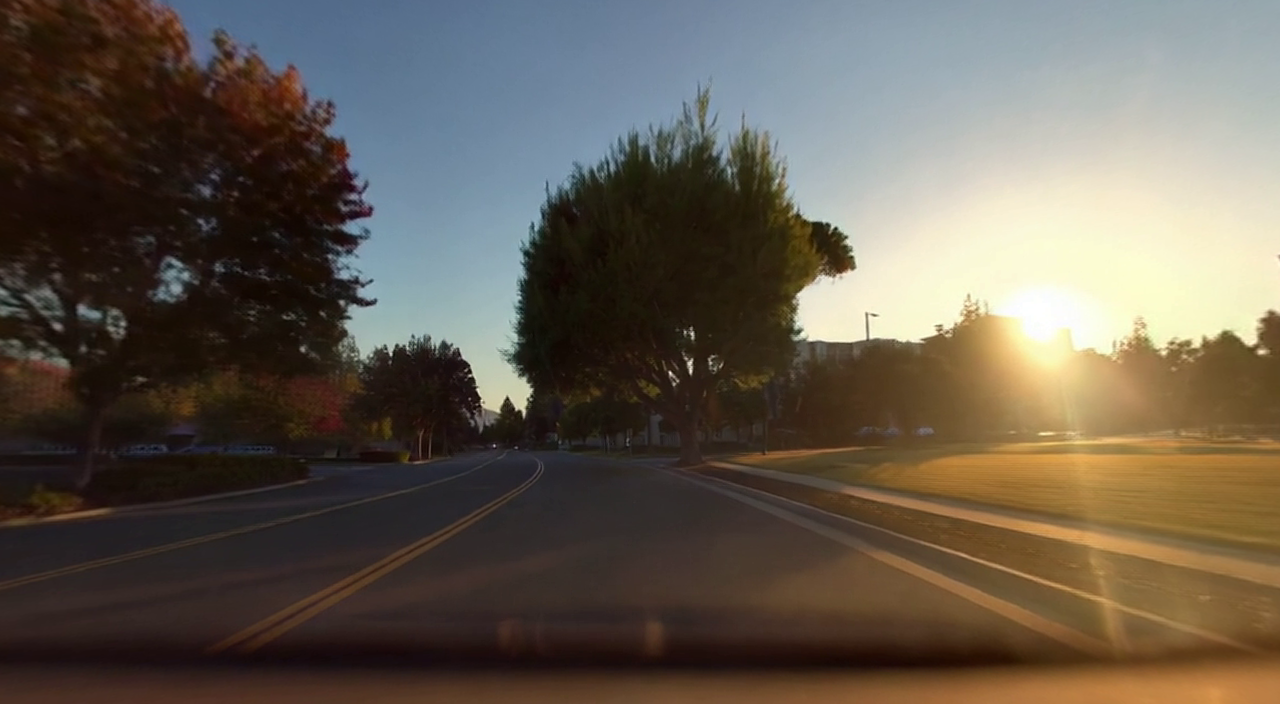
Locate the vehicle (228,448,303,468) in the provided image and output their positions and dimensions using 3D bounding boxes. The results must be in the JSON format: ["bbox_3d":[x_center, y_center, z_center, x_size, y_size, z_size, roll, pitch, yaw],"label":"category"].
[{"bbox_3d":[-29.037,8.252,49.110,4.527,1.441,2.024,1,-8,-8],"label":"vehicle"}]
